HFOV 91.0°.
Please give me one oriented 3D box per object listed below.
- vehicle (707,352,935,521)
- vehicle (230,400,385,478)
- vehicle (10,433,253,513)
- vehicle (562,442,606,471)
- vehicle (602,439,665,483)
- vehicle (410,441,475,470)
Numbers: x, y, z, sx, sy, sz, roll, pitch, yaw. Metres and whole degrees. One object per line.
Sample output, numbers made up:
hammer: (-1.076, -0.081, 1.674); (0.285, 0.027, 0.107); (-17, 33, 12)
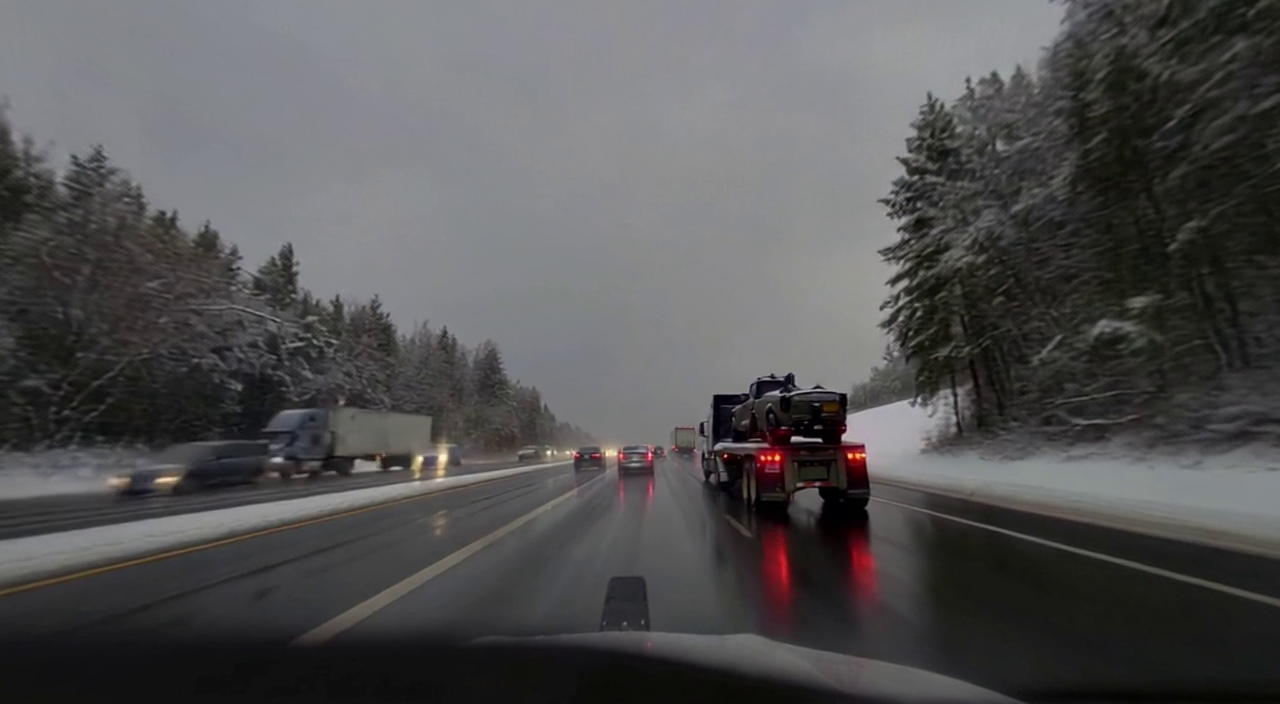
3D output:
vehicle: (4.197, 2.584, 18.798); (3.150, 3.257, 13.098); (0, -8, 1)
vehicle: (-18.149, 4.940, 35.534); (2.985, 3.765, 9.850); (0, -8, 2)
vehicle: (-11.112, 2.634, 14.236); (1.905, 1.511, 4.095); (0, -8, 3)
vehicle: (-2.985, 5.667, 34.304); (1.928, 1.464, 3.706); (0, -8, 2)
vehicle: (-0.132, 4.045, 23.682); (2.152, 1.484, 4.211); (0, -8, 2)
vehicle: (-10.912, 5.725, 35.046); (1.998, 1.514, 4.303); (0, -8, 3)
